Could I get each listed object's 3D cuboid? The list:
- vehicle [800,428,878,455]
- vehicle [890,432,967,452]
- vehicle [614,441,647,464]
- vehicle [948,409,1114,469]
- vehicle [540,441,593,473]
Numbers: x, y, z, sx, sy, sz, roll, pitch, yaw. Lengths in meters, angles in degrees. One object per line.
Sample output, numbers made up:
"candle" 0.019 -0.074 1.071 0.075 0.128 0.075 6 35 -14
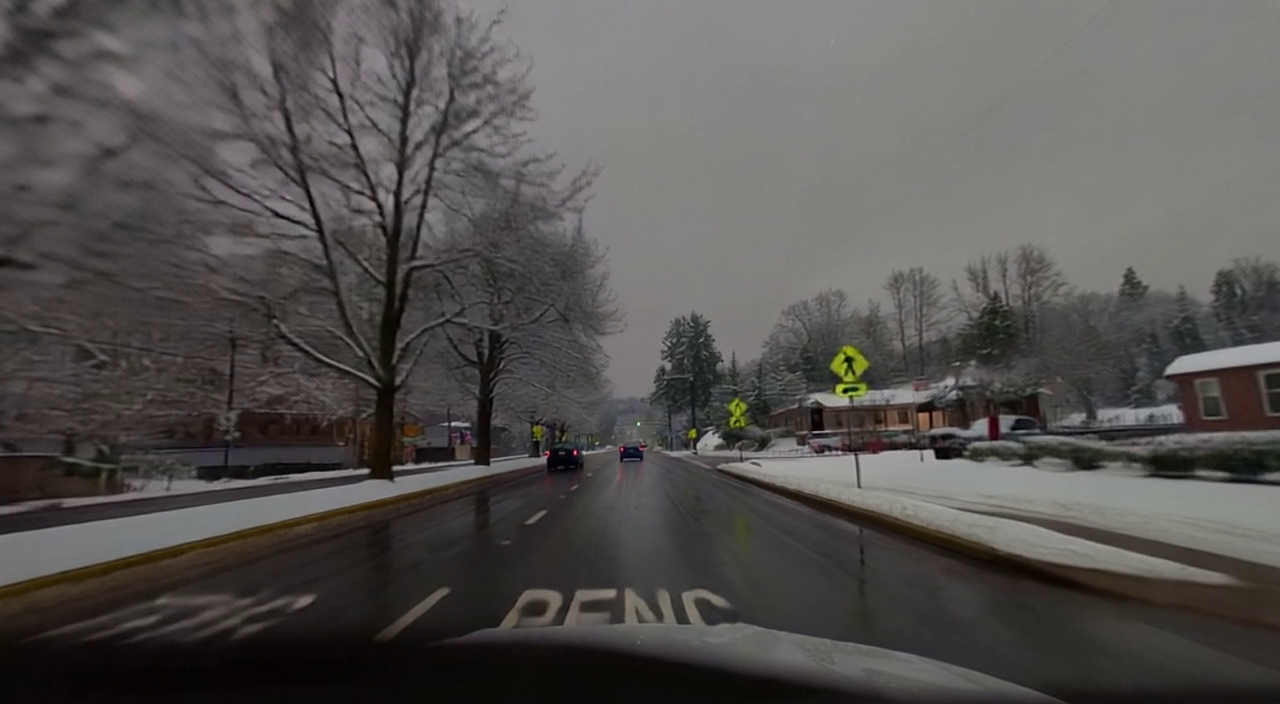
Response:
"vehicle" 15.282 6.925 48.586 5.230 2.007 2.410 0 -9 1
"vehicle" 22.313 6.966 48.808 5.025 1.532 1.958 0 -9 -1
"vehicle" -0.635 6.873 43.041 2.187 1.478 4.138 0 -8 -1
"vehicle" 12.545 2.723 20.267 4.442 1.752 2.008 1 -6 -16
"vehicle" -3.546 5.140 31.047 2.083 1.460 4.527 0 -8 0
